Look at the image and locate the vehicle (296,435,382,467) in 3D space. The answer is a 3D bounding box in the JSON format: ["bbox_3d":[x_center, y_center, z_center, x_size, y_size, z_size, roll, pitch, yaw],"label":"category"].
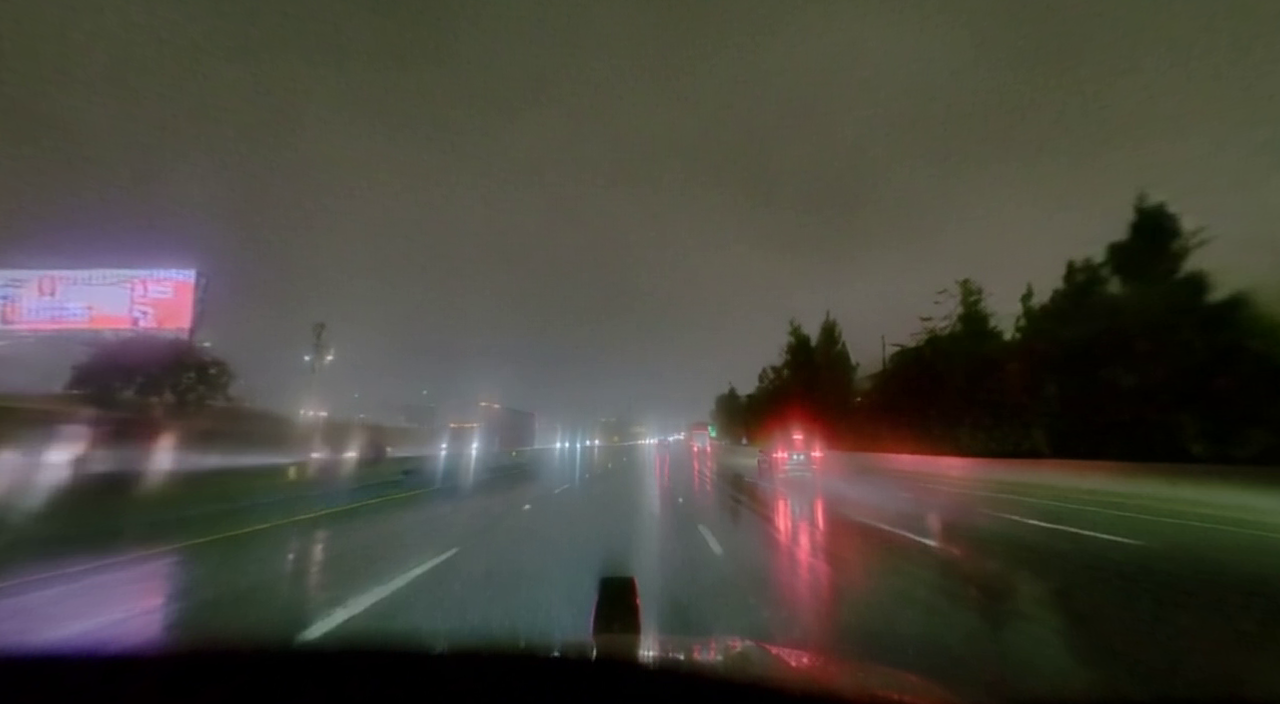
[{"bbox_3d":[-16.001,5.292,33.887,2.232,1.604,4.646,0,-8,1],"label":"vehicle"}]

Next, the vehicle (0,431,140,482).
[{"bbox_3d":[-19.483,3.420,20.867,2.098,1.473,4.578,0,-8,1],"label":"vehicle"}]

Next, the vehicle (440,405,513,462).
[{"bbox_3d":[-12.028,6.201,47.509,3.010,3.944,8.280,0,-8,2],"label":"vehicle"}]
